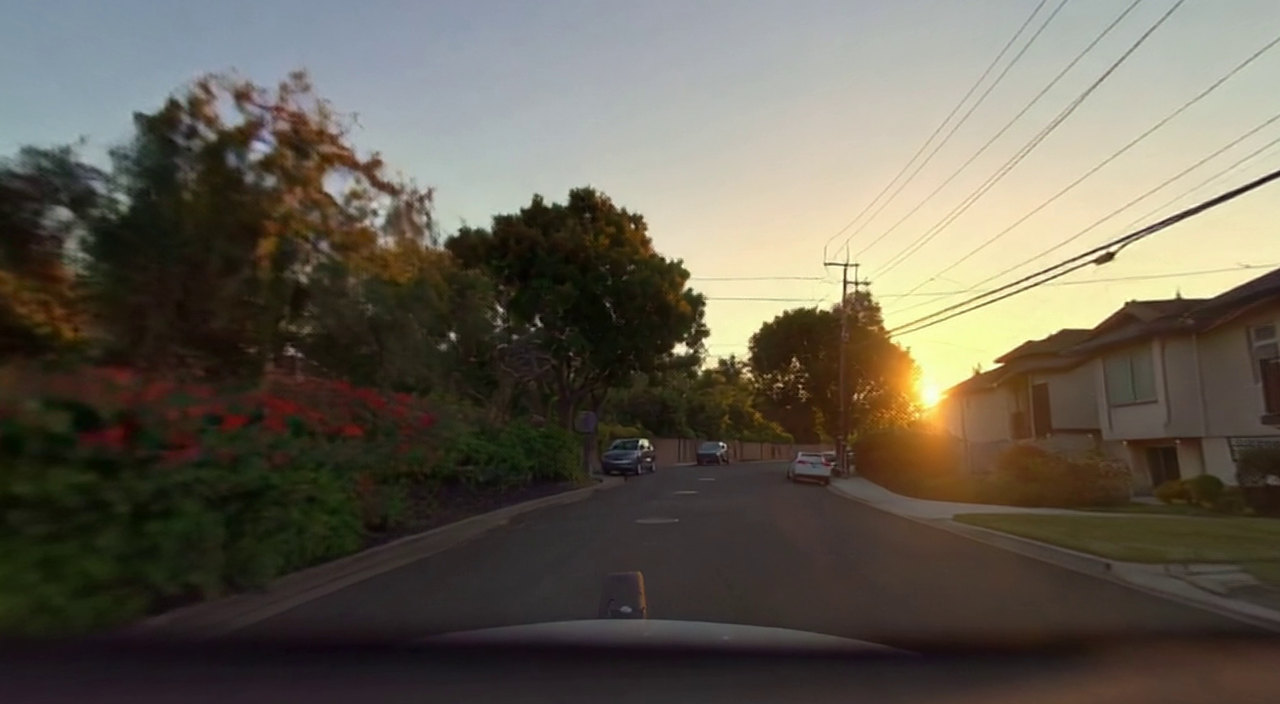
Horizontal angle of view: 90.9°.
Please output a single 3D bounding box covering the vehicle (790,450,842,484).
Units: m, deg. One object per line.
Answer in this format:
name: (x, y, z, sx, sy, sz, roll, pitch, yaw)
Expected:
vehicle: (8.587, 5.614, 31.137, 2.151, 1.468, 5.066, -2, -9, 12)
